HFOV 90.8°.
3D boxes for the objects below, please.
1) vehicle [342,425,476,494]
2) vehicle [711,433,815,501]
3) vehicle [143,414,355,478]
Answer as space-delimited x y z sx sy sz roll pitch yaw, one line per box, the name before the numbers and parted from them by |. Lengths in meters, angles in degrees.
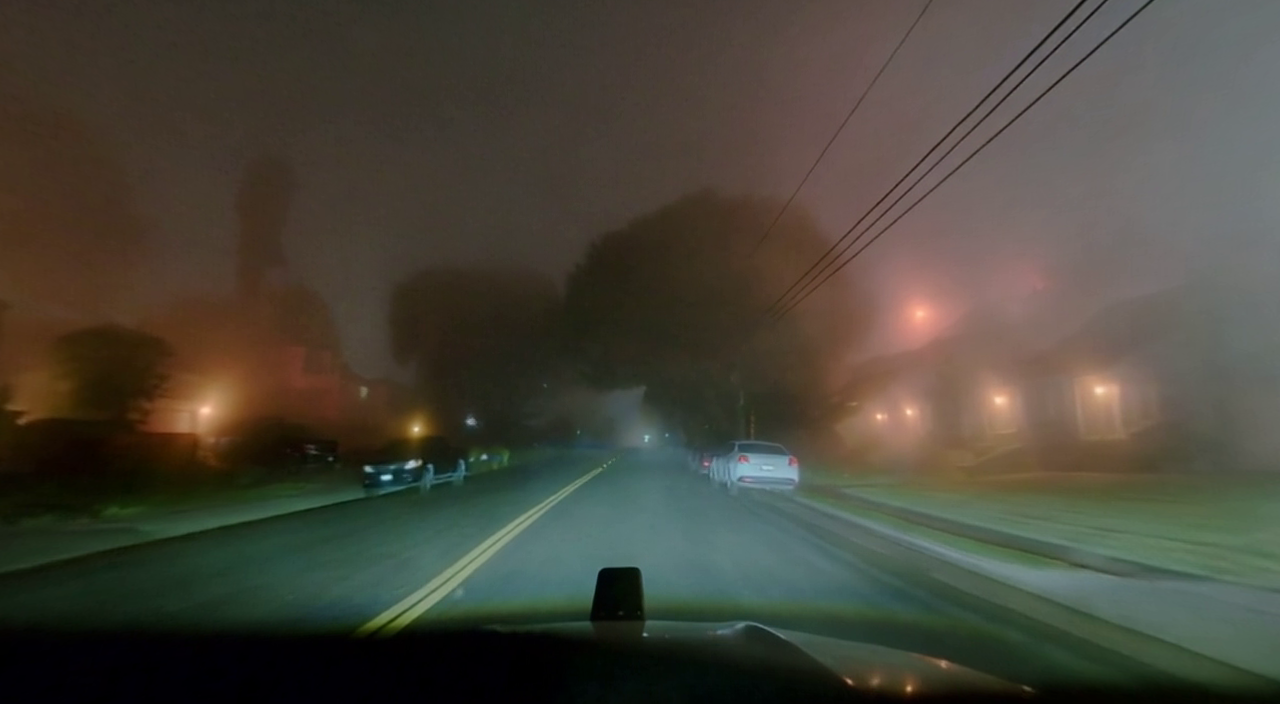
vehicle | -7.104 3.400 20.214 2.266 1.877 5.167 -1 -9 1
vehicle | 3.194 3.082 17.413 1.896 1.602 4.571 0 -8 -1
vehicle | -15.161 3.674 24.879 6.526 2.046 2.522 3 -8 -2
